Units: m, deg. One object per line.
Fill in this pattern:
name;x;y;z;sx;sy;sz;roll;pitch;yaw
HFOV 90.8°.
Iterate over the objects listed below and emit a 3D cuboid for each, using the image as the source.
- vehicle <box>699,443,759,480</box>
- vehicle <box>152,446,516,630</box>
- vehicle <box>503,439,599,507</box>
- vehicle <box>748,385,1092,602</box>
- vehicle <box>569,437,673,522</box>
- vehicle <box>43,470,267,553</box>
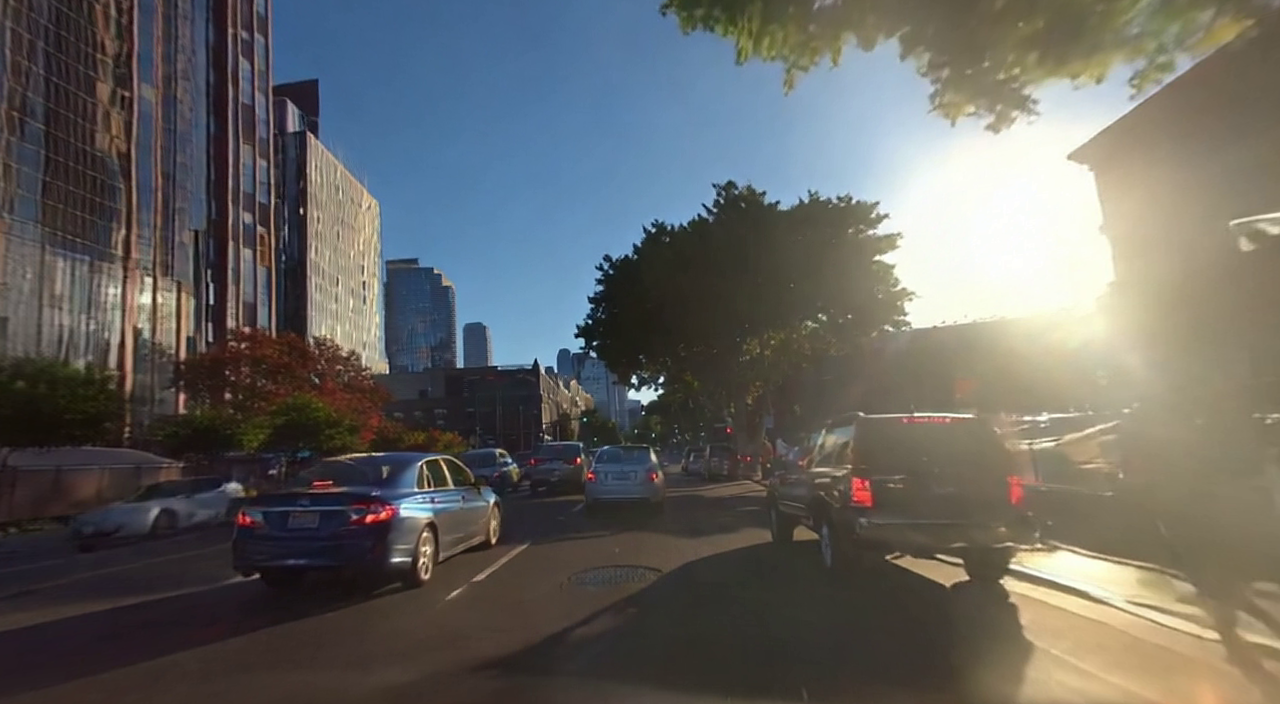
vehicle;3.780;4.703;27.528;2.065;1.461;4.181;0;-8;1
vehicle;-2.964;1.858;7.439;1.940;1.481;4.376;-1;-9;2
vehicle;-2.565;3.632;19.533;2.000;1.818;4.668;-1;-9;4
vehicle;2.951;1.645;8.213;2.352;1.953;4.798;-1;-9;2
vehicle;-0.310;2.855;14.658;2.076;1.667;3.948;-1;-9;2
vehicle;-11.676;3.816;15.720;2.122;1.606;4.221;1;-9;1
